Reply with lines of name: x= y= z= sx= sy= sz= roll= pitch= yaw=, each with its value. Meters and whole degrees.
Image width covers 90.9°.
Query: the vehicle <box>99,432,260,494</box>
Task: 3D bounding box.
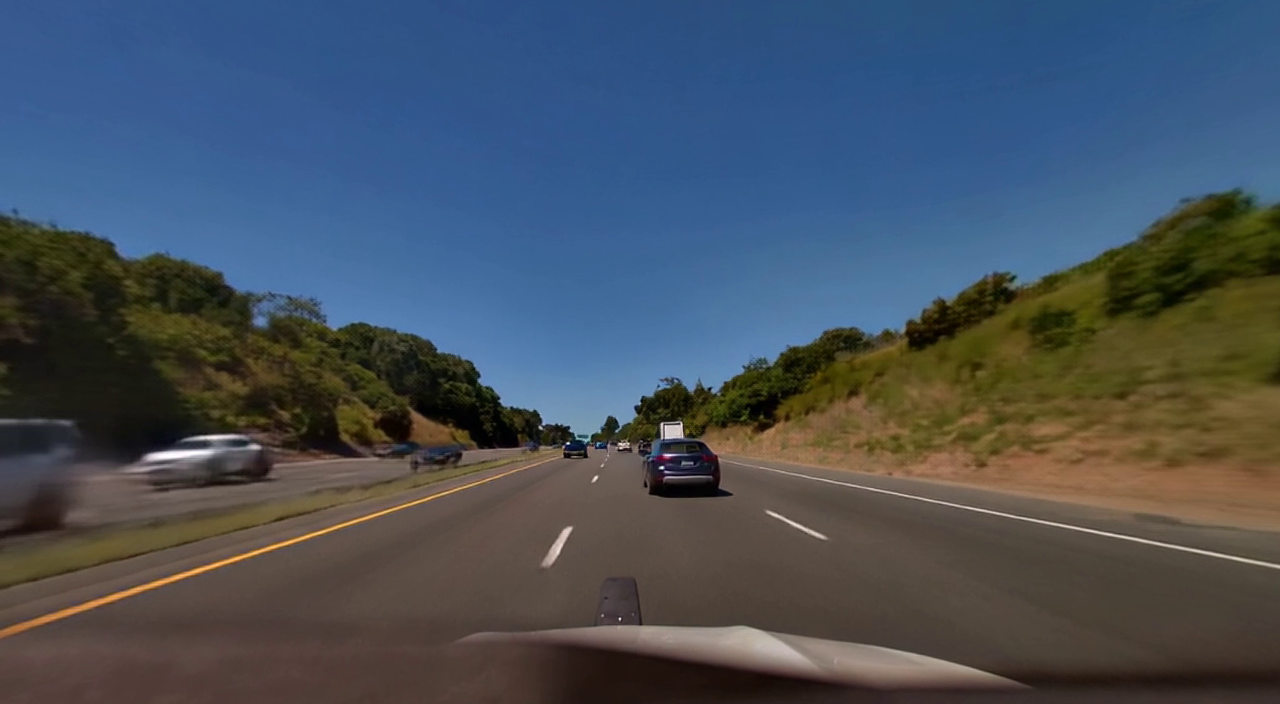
vehicle: x=-15.236 y=3.647 z=21.289 sx=1.932 sy=1.821 sz=4.867 roll=0 pitch=-8 yaw=-3

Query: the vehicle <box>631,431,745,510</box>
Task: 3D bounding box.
vehicle: x=0.892 y=2.594 z=14.491 sx=1.961 sy=1.495 sz=4.743 roll=1 pitch=-8 yaw=-4

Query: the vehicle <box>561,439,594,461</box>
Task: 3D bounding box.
vehicle: x=-4.427 y=6.977 z=45.083 sx=2.055 sy=1.466 sz=4.317 roll=0 pitch=-8 yaw=-2

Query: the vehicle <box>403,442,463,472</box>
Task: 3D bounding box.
vehicle: x=-11.187 y=5.675 z=34.377 sx=1.891 sy=1.440 sz=4.367 roll=0 pitch=-8 yaw=-2
